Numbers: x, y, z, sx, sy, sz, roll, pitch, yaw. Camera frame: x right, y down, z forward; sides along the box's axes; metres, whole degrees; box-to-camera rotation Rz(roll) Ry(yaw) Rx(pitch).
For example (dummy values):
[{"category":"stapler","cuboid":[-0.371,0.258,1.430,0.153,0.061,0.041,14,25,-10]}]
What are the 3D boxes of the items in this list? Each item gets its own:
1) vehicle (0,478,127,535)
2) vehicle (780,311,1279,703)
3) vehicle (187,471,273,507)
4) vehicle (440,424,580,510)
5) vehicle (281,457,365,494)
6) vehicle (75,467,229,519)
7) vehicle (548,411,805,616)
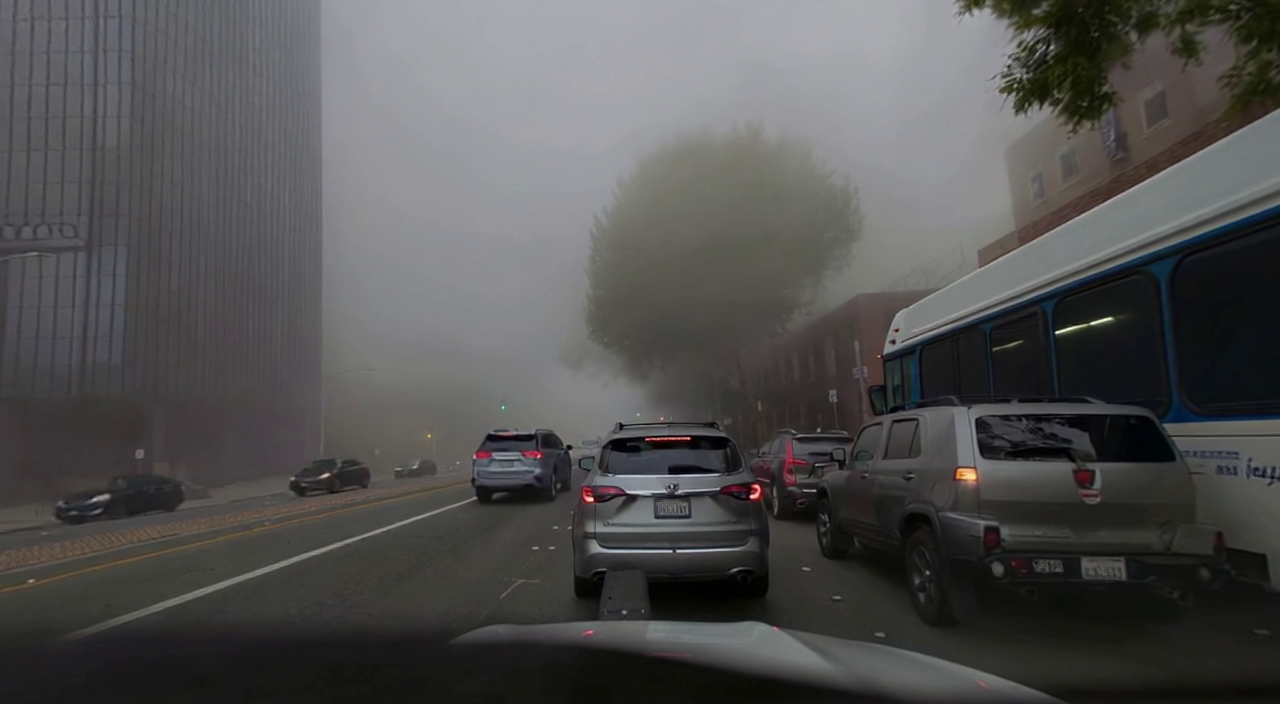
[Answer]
[{"category":"vehicle","cuboid":[-22.640,5.779,24.061,1.975,1.698,4.715,0,-9,2]},{"category":"vehicle","cuboid":[2.748,1.109,4.905,2.117,1.855,4.794,0,-9,-1]},{"category":"vehicle","cuboid":[-22.654,7.571,35.029,1.854,1.419,4.318,-7,-8,0]},{"category":"vehicle","cuboid":[-3.088,2.932,16.563,2.375,1.847,5.606,0,-9,1]},{"category":"vehicle","cuboid":[-16.081,6.272,32.304,2.105,1.676,4.099,0,-9,1]},{"category":"vehicle","cuboid":[-19.451,5.613,25.514,2.274,1.708,4.863,0,-9,1]},{"category":"vehicle","cuboid":[0.234,1.552,6.871,2.045,1.608,3.573,0,-9,-2]}]
